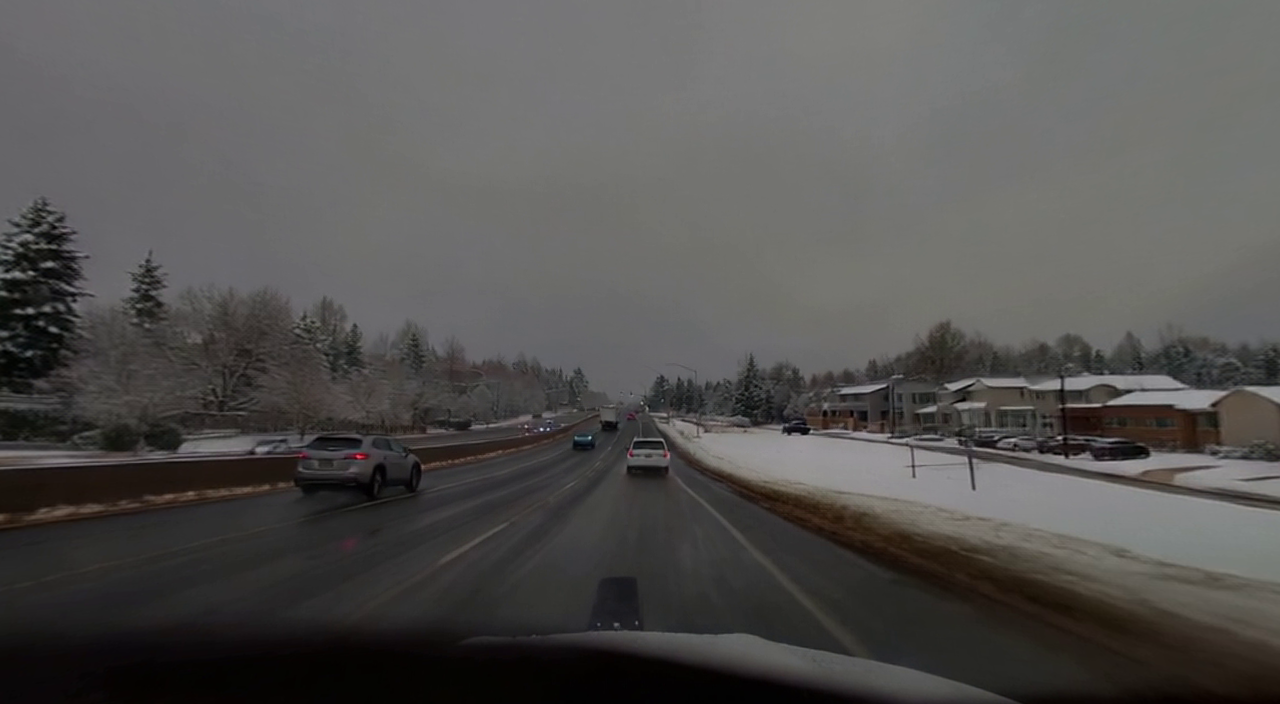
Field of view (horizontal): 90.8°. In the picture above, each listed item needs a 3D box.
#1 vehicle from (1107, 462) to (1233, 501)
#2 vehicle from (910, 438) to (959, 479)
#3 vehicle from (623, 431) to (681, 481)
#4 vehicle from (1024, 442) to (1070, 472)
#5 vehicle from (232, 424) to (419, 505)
[{"bbox_3d":[25.797,6.276,30.990,1.862,1.481,4.503,0,-7,-9],"label":"vehicle"},{"bbox_3d":[18.102,6.489,39.029,1.849,1.958,4.453,-2,-3,14],"label":"vehicle"},{"bbox_3d":[0.459,4.171,25.535,2.125,1.830,4.370,0,-8,0],"label":"vehicle"},{"bbox_3d":[29.332,7.535,45.640,2.059,1.942,4.496,-5,-9,25],"label":"vehicle"},{"bbox_3d":[-7.472,2.726,15.776,1.997,1.650,5.090,0,-8,1],"label":"vehicle"}]
